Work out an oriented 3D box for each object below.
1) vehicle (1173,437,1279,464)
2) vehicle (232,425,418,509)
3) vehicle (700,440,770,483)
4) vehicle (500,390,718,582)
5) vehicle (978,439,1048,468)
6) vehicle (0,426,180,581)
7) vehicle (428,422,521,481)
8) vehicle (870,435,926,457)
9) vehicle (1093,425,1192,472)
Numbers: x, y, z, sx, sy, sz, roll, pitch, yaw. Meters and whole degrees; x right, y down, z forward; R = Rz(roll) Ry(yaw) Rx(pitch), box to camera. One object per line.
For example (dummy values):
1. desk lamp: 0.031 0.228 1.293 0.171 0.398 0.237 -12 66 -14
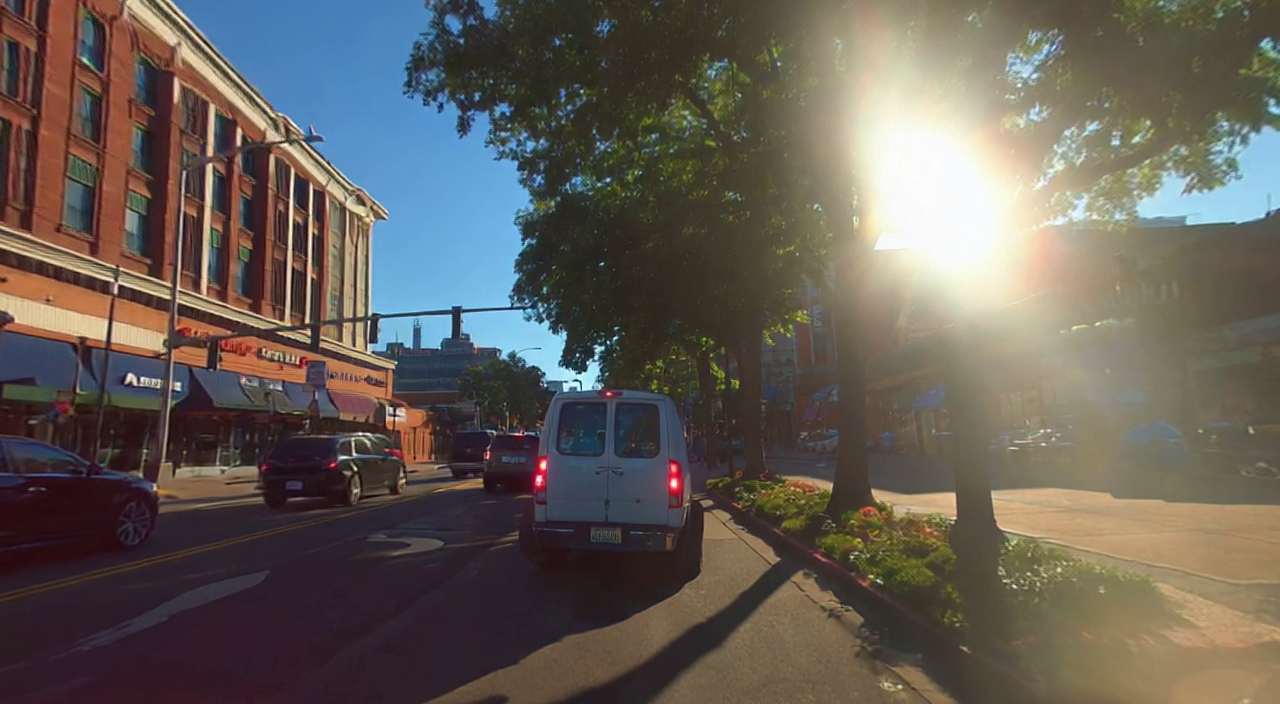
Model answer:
1. vehicle: 29.727 4.942 31.659 4.176 1.313 1.719 0 -8 2
2. vehicle: -7.111 2.629 14.894 1.941 1.655 4.503 0 -8 2
3. vehicle: 3.423 4.043 23.513 2.023 1.441 4.240 0 -8 1
4. vehicle: -0.310 1.597 8.233 2.064 1.817 4.298 0 -8 -1
5. vehicle: 20.099 5.411 33.920 3.836 1.443 1.694 5 -10 -35
6. vehicle: -6.972 1.446 6.029 1.831 1.451 4.382 0 -8 0
7. vehicle: -6.449 3.956 25.217 2.496 2.112 4.351 0 -8 0
8. vehicle: 20.101 7.326 49.044 4.361 1.653 2.034 6 -11 -37
9. vehicle: 19.220 3.659 24.045 4.156 1.622 1.924 7 -11 -38
